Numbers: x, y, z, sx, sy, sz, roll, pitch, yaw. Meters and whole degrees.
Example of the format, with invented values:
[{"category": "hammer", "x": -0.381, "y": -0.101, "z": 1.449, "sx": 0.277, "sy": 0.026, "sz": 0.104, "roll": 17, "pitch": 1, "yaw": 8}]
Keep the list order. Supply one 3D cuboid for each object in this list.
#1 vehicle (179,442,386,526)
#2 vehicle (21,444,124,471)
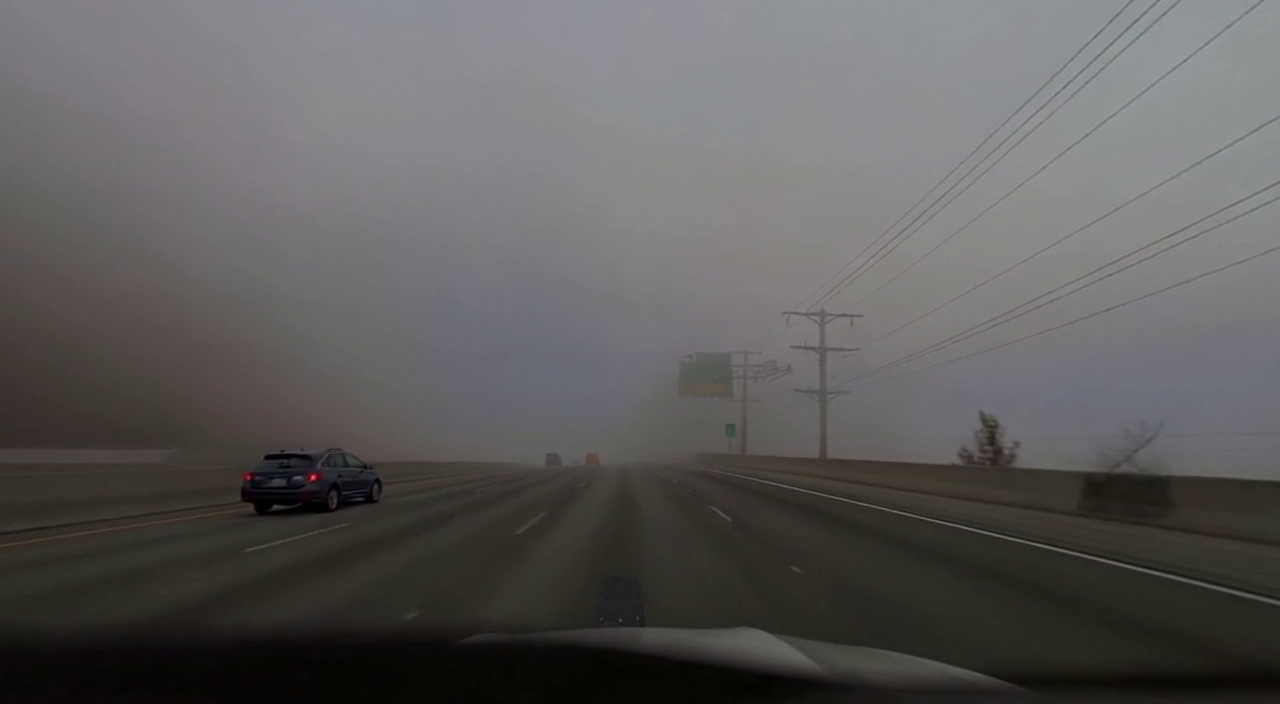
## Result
[{"category": "vehicle", "x": -7.435, "y": 2.760, "z": 13.731, "sx": 1.999, "sy": 1.527, "sz": 4.238, "roll": 0, "pitch": -9, "yaw": 0}, {"category": "vehicle", "x": -33.335, "y": 6.205, "z": 37.222, "sx": 1.816, "sy": 1.505, "sz": 4.663, "roll": 0, "pitch": -9, "yaw": -2}]
